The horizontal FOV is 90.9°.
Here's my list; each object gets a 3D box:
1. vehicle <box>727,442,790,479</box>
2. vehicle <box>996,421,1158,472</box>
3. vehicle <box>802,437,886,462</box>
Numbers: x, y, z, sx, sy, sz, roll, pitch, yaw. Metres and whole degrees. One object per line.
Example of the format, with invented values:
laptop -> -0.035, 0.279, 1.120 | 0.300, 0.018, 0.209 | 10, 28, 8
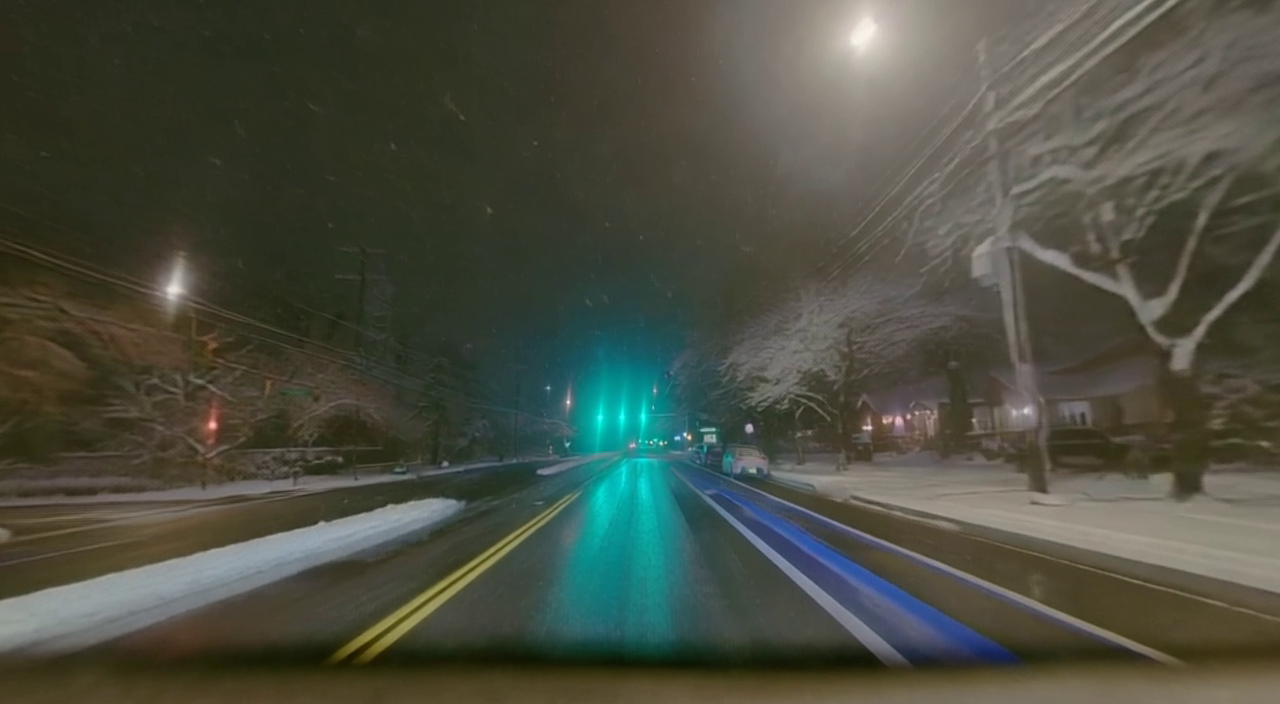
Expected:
vehicle -> 5.265, 4.879, 28.675 | 2.032, 1.478, 5.040 | 0, -8, 2
vehicle -> 14.036, 3.064, 20.453 | 3.745, 1.540, 1.951 | 0, -8, 1
vehicle -> 12.396, 5.949, 38.534 | 4.502, 1.470, 1.839 | 0, -8, -1
